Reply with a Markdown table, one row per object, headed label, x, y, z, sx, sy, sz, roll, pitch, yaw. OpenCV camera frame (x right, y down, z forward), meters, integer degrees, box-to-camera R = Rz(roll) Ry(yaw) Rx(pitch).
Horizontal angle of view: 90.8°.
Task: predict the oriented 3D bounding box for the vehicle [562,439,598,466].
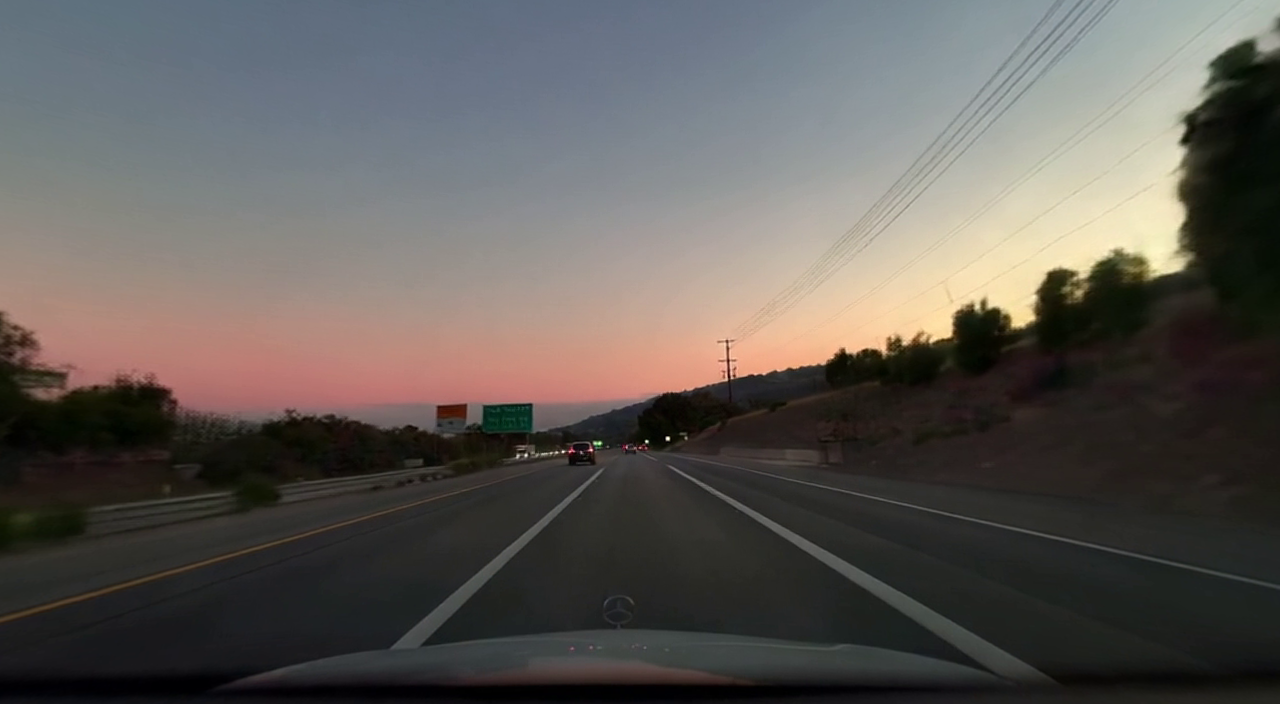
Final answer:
| label | x | y | z | sx | sy | sz | roll | pitch | yaw |
| --- | --- | --- | --- | --- | --- | --- | --- | --- | --- |
| vehicle | -4.292 | 7.341 | 46.272 | 2.130 | 1.823 | 4.761 | 0 | -8 | 0 |
